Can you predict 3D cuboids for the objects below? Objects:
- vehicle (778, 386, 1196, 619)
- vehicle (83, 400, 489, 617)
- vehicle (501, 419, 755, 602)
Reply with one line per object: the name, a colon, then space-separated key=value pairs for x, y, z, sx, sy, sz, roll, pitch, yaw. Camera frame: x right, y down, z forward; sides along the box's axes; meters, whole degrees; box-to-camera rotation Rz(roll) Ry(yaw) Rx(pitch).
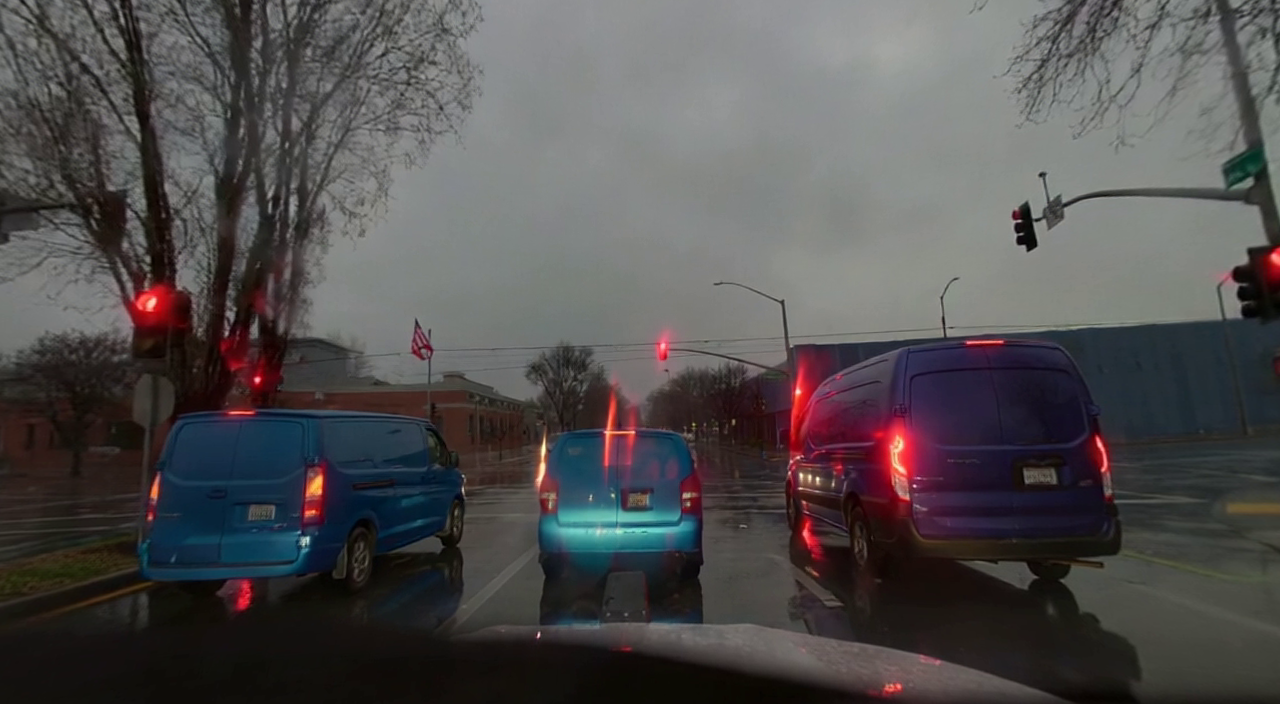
vehicle: x=3.096 y=1.465 z=7.024 sx=2.178 sy=1.746 sz=4.400 roll=0 pitch=-9 yaw=1
vehicle: x=-3.298 y=1.528 z=7.038 sx=2.024 sy=1.677 sz=3.998 roll=-1 pitch=-9 yaw=3
vehicle: x=-0.136 y=1.622 z=7.342 sx=2.098 sy=1.494 sz=4.118 roll=0 pitch=-9 yaw=-1
